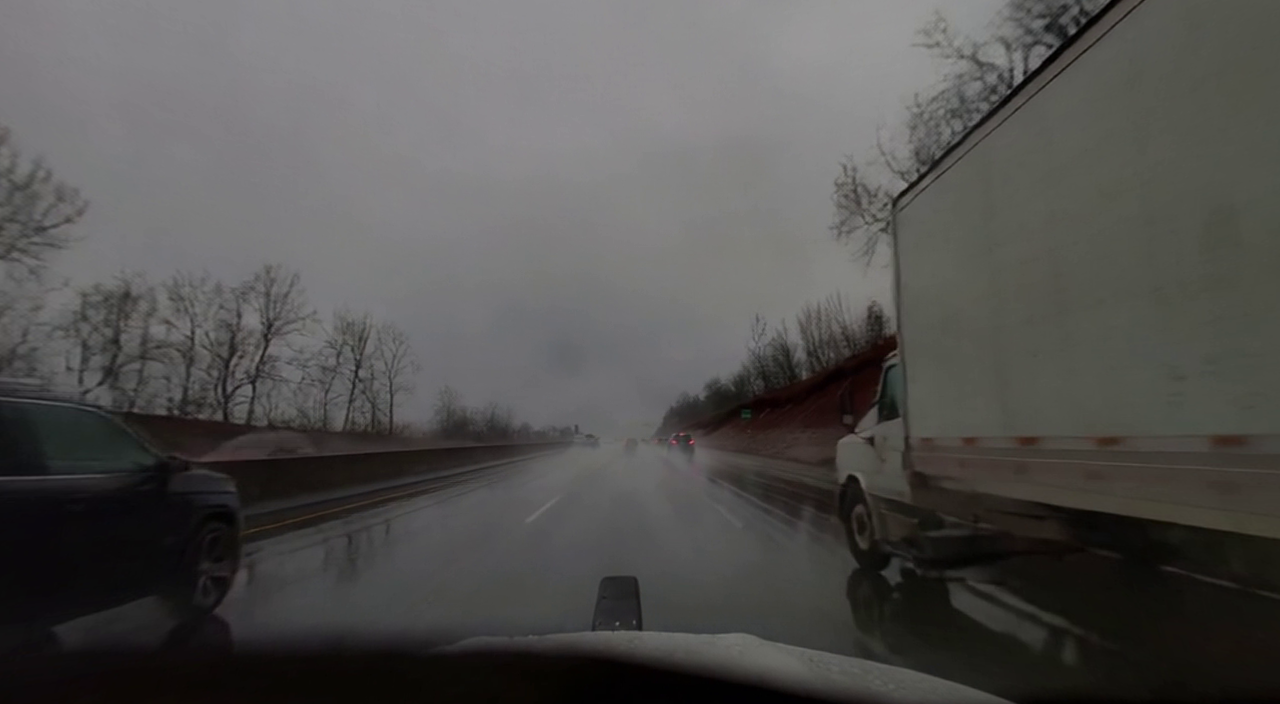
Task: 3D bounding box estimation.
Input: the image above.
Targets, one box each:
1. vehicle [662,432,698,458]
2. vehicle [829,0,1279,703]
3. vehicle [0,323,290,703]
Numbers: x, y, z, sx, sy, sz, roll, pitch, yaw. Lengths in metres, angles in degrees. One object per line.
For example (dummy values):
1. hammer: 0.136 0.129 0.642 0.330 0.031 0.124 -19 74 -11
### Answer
1. vehicle: 2.806 6.606 44.855 2.124 1.696 4.173 0 -8 -2
2. vehicle: 4.197 -0.199 3.532 3.004 3.881 9.742 0 -8 -1
3. vehicle: -3.619 0.737 2.149 2.185 1.772 4.656 0 -8 -1
